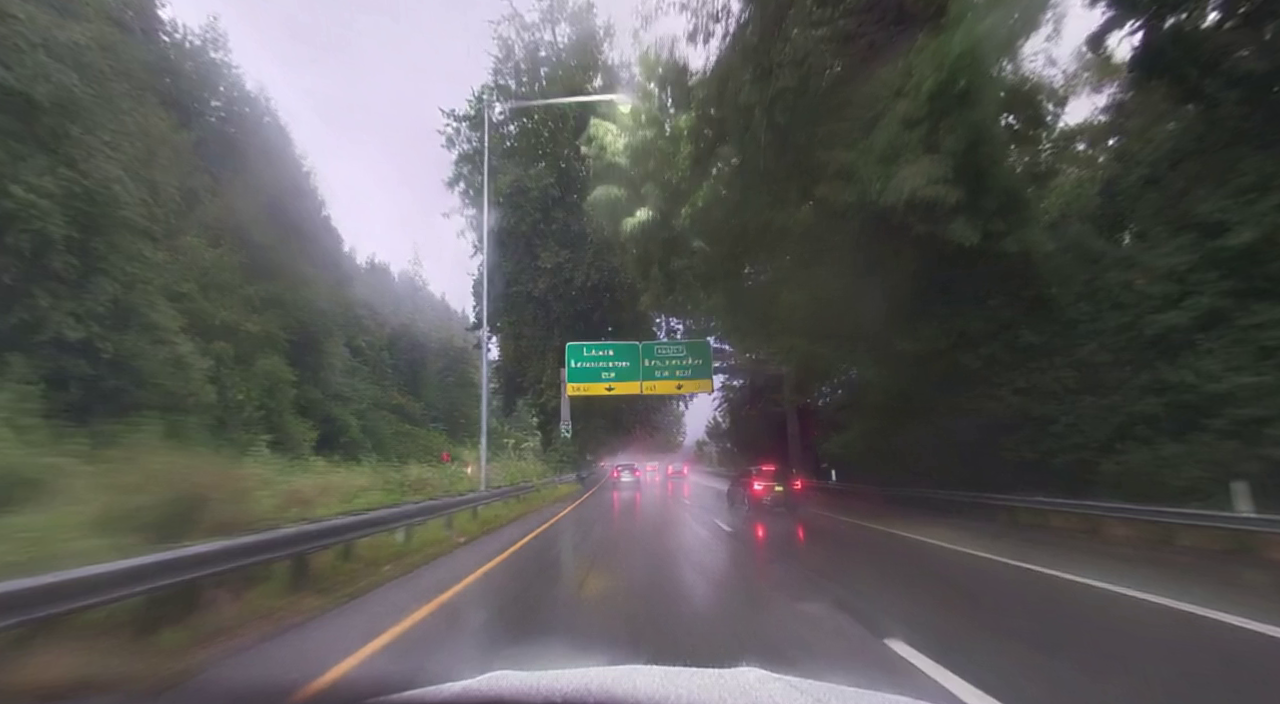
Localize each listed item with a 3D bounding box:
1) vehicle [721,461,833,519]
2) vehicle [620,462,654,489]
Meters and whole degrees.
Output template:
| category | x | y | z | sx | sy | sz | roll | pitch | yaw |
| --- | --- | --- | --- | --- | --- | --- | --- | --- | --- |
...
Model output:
| category | x | y | z | sx | sy | sz | roll | pitch | yaw |
| --- | --- | --- | --- | --- | --- | --- | --- | --- | --- |
| vehicle | 3.775 | 3.932 | 18.370 | 2.018 | 1.426 | 4.941 | 1 | -10 | -2 |
| vehicle | -0.229 | 7.465 | 38.256 | 1.980 | 1.483 | 3.865 | 1 | -10 | -1 |
